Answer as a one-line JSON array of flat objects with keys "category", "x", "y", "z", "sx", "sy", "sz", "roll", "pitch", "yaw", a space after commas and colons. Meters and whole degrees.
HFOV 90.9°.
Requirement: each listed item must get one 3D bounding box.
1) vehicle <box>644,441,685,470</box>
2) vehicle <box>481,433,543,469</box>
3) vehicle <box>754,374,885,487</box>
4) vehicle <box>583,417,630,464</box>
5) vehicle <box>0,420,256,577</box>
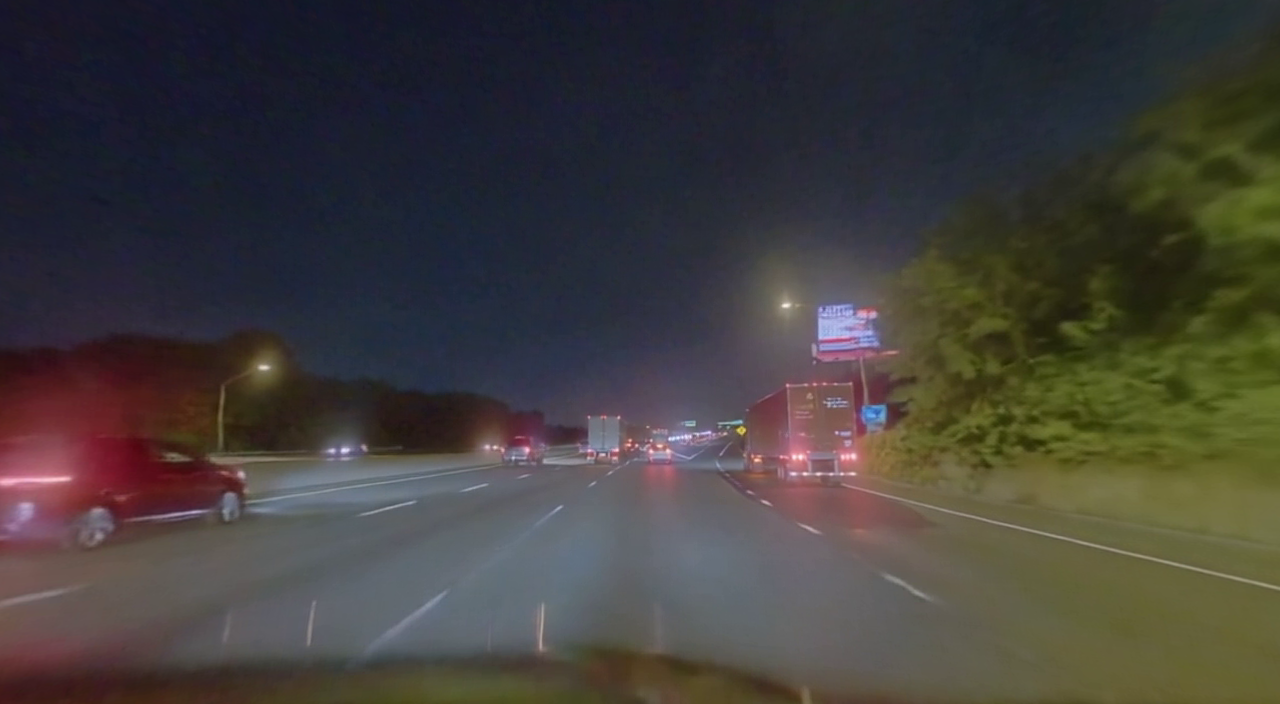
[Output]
[{"category": "vehicle", "x": 1.270, "y": 5.638, "z": 34.550, "sx": 2.105, "sy": 1.502, "sz": 4.068, "roll": 0, "pitch": -9, "yaw": 1}, {"category": "vehicle", "x": -7.010, "y": 5.508, "z": 35.193, "sx": 2.272, "sy": 1.850, "sz": 5.156, "roll": 0, "pitch": -9, "yaw": 2}, {"category": "vehicle", "x": 6.261, "y": 2.997, "z": 23.461, "sx": 2.895, "sy": 3.484, "sz": 7.631, "roll": 0, "pitch": -9, "yaw": 3}, {"category": "vehicle", "x": -2.304, "y": 6.494, "z": 46.171, "sx": 2.745, "sy": 3.156, "sz": 7.608, "roll": 0, "pitch": -9, "yaw": 3}, {"category": "vehicle", "x": -7.075, "y": 1.632, "z": 7.572, "sx": 1.950, "sy": 1.485, "sz": 4.589, "roll": 0, "pitch": -9, "yaw": 1}]
